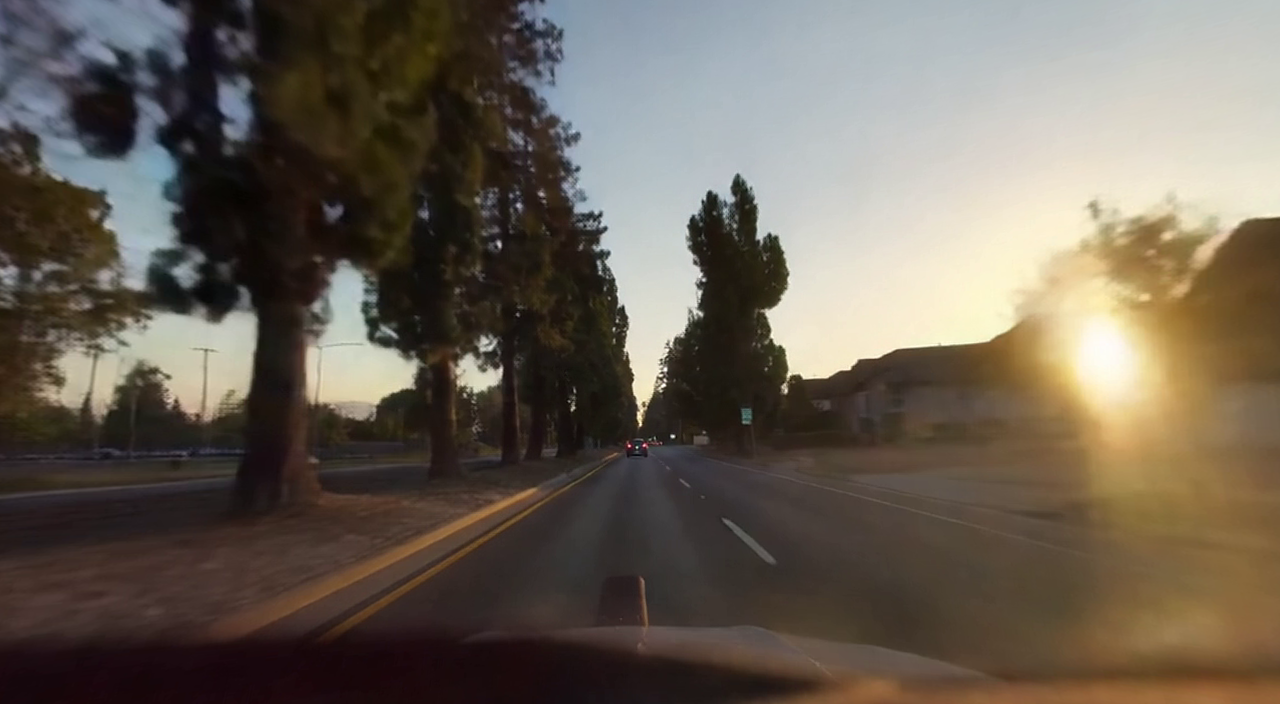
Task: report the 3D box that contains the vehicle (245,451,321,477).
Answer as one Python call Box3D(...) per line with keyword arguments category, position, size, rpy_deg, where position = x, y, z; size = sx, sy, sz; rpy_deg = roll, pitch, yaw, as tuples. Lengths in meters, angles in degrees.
Box3D(category="vehicle", position=(-21.749, 6.809, 38.711), size=(1.968, 1.467, 4.567), rpy_deg=(0, -8, 1))
